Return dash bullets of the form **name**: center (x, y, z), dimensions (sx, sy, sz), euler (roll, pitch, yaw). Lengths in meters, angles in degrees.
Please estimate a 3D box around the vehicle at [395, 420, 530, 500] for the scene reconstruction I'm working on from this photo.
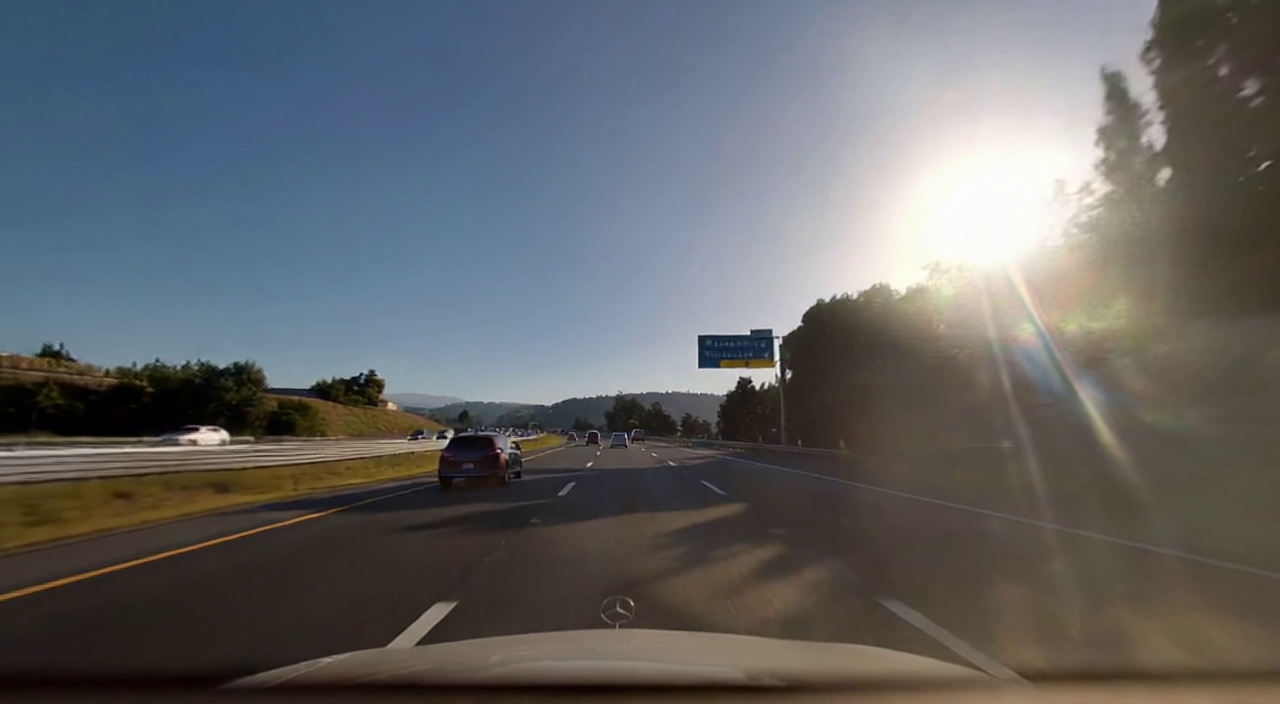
- **vehicle**: center (-3.979, 2.474, 14.957), dimensions (2.062, 1.591, 4.156), euler (0, -8, -1)
